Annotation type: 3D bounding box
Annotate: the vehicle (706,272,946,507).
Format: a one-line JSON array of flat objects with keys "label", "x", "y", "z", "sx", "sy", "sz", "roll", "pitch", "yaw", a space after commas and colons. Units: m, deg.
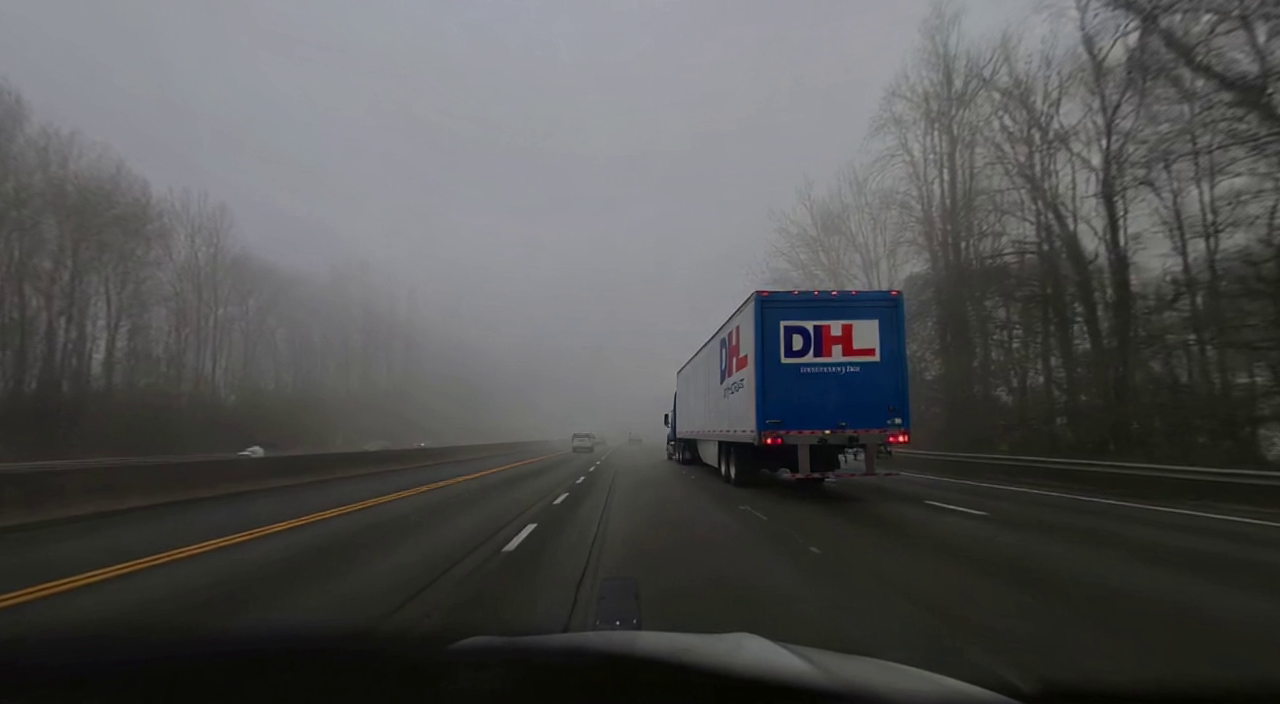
[{"label": "vehicle", "x": 3.772, "y": 1.215, "z": 15.730, "sx": 3.011, "sy": 4.211, "sz": 8.926, "roll": 0, "pitch": -8, "yaw": -1}]
